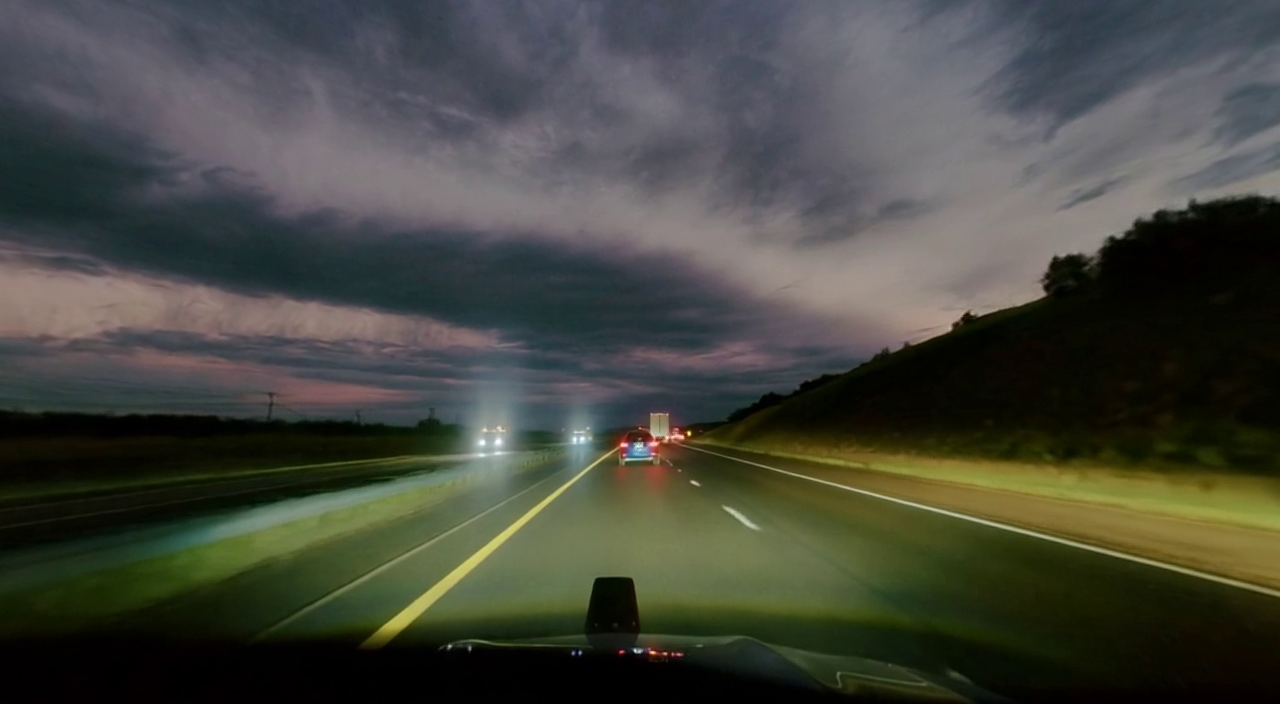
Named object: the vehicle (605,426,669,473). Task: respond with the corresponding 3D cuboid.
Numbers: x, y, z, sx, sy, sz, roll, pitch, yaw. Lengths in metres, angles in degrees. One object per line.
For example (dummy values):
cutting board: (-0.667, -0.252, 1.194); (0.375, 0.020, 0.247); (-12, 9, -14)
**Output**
vehicle: (-0.145, 3.702, 24.233); (2.216, 1.623, 4.220); (0, -8, -1)
